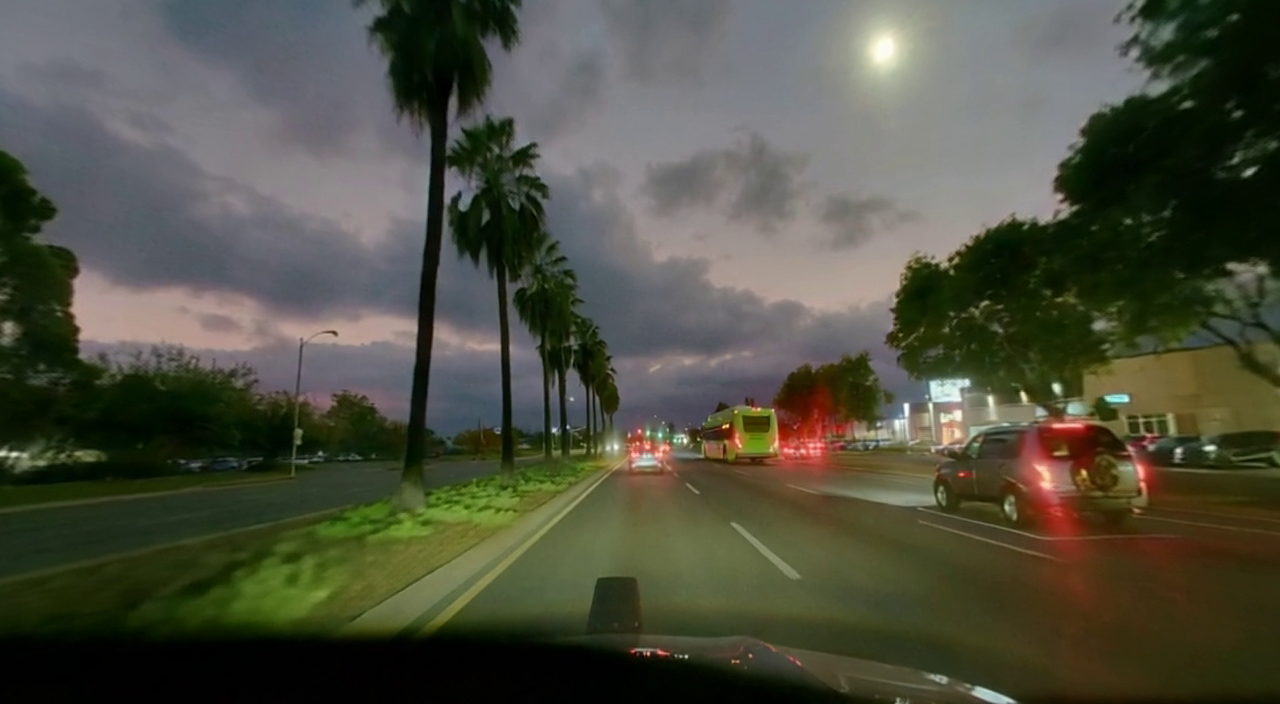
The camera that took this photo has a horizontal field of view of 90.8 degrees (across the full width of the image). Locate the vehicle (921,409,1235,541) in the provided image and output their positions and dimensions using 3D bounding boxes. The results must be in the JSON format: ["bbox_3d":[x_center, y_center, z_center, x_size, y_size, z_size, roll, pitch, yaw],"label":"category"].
[{"bbox_3d":[6.537,1.891,10.201,2.031,1.670,4.154,0,-9,0],"label":"vehicle"}]

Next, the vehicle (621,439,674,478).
[{"bbox_3d":[0.261,4.499,26.907,2.065,1.477,4.306,0,-9,-1],"label":"vehicle"}]

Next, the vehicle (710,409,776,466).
[{"bbox_3d":[6.706,5.819,42.581,2.795,3.383,9.287,0,-9,-1],"label":"vehicle"}]
